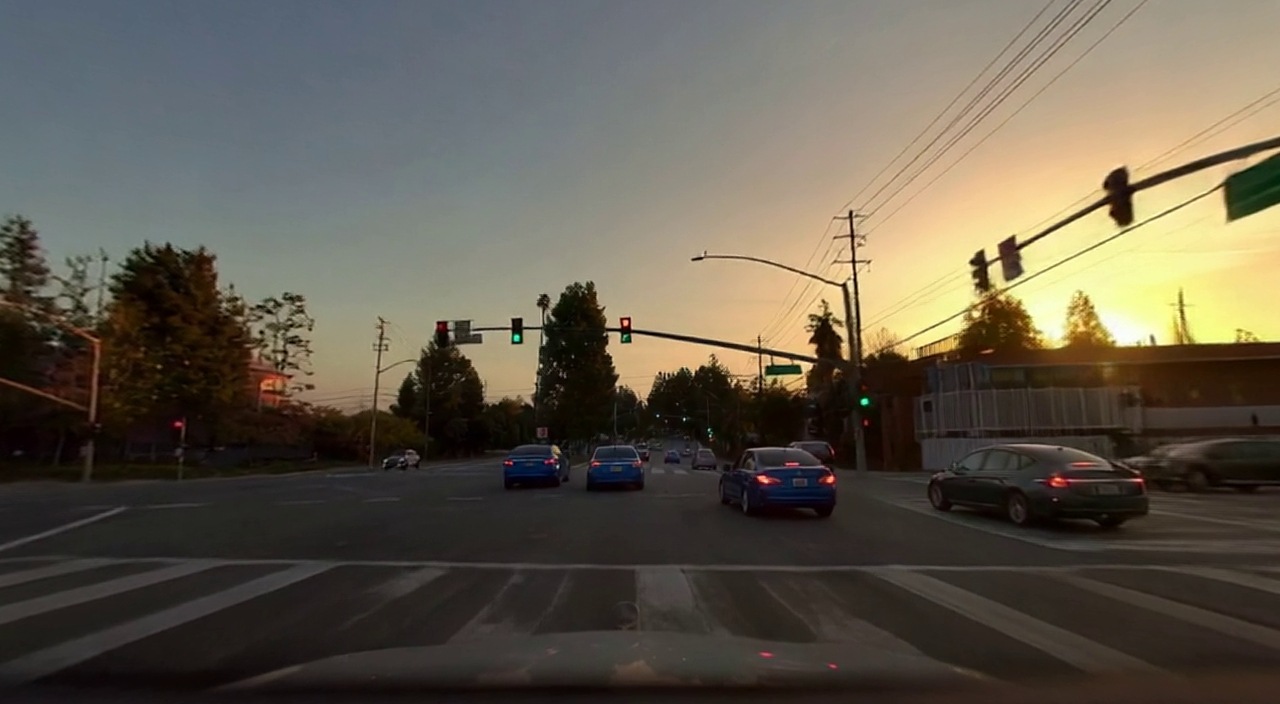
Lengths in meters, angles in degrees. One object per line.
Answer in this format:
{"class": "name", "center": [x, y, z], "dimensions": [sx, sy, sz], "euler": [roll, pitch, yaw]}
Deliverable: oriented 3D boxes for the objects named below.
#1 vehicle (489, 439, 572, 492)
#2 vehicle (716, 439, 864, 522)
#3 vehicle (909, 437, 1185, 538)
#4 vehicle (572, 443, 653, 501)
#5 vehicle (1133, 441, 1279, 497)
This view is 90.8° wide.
{"class": "vehicle", "center": [-3.610, 3.828, 21.714], "dimensions": [2.073, 1.606, 4.364], "euler": [0, -8, 0]}
{"class": "vehicle", "center": [3.038, 2.699, 13.888], "dimensions": [2.053, 1.490, 4.464], "euler": [0, -8, -1]}
{"class": "vehicle", "center": [6.907, 2.312, 11.489], "dimensions": [2.004, 1.455, 4.417], "euler": [0, -8, -1]}
{"class": "vehicle", "center": [-0.737, 3.400, 18.388], "dimensions": [2.065, 1.464, 4.216], "euler": [0, -8, -1]}
{"class": "vehicle", "center": [17.126, 3.212, 17.609], "dimensions": [4.828, 1.456, 2.037], "euler": [-1, -9, 8]}
